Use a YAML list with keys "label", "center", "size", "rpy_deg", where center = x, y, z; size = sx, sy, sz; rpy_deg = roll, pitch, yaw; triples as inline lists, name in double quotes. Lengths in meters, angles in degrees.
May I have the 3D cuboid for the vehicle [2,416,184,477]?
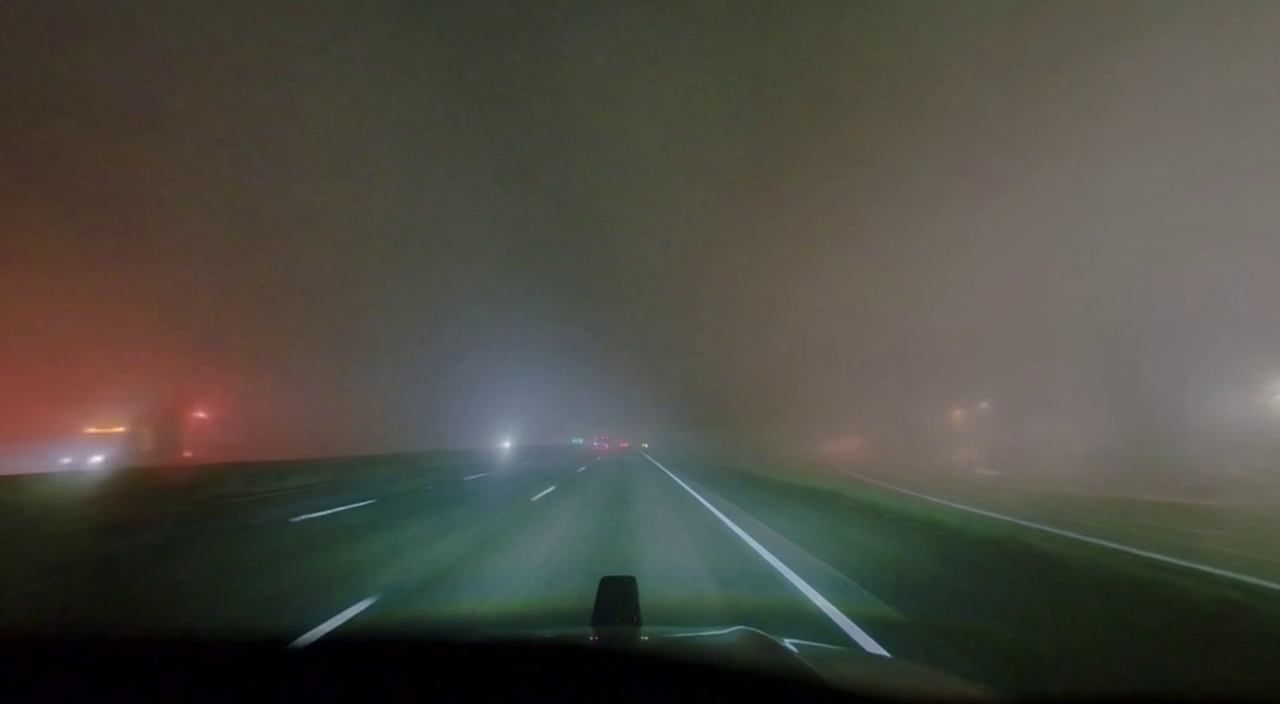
- label: "vehicle"
  center: [-25.742, 4.482, 30.178]
  size: [2.329, 2.580, 7.176]
  rpy_deg: [0, -8, -1]
